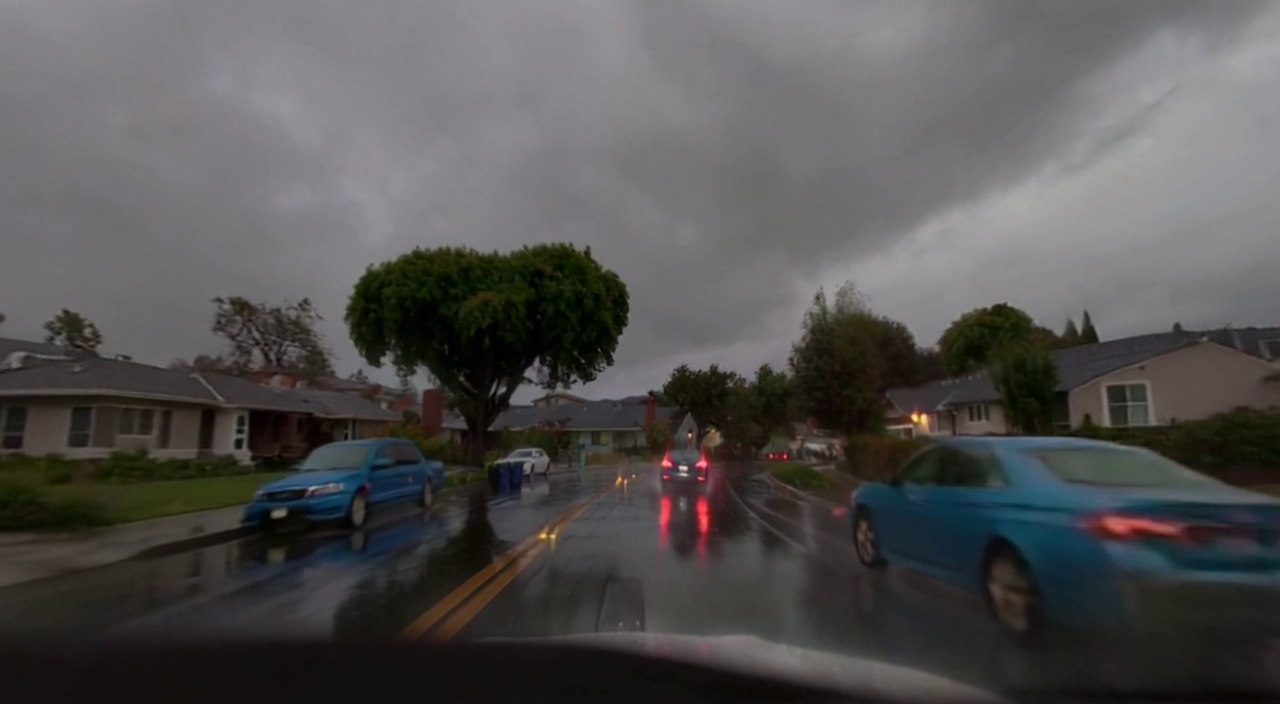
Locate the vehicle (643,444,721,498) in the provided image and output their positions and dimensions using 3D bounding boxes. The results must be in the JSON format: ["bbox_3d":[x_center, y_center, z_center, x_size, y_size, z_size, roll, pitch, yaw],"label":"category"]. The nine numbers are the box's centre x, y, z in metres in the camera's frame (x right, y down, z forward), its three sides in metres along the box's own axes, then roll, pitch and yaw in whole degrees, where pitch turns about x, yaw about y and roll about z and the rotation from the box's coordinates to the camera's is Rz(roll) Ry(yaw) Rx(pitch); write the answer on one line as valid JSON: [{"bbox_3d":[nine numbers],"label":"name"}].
[{"bbox_3d":[1.385,3.647,19.866,2.192,1.474,4.192,-1,-9,6],"label":"vehicle"}]

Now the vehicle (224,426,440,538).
[{"bbox_3d":[-6.154,2.640,13.463,2.235,1.851,4.662,-3,-9,1],"label":"vehicle"}]

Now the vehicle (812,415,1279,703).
[{"bbox_3d":[3.500,1.422,5.530,2.429,1.502,4.474,1,-9,-4],"label":"vehicle"}]

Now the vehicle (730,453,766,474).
[{"bbox_3d":[8.303,8.589,48.924,2.089,1.462,4.529,0,-9,2],"label":"vehicle"}]

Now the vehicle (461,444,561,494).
[{"bbox_3d":[-5.126,4.732,25.998,2.641,1.747,4.738,-3,-9,7],"label":"vehicle"}]
